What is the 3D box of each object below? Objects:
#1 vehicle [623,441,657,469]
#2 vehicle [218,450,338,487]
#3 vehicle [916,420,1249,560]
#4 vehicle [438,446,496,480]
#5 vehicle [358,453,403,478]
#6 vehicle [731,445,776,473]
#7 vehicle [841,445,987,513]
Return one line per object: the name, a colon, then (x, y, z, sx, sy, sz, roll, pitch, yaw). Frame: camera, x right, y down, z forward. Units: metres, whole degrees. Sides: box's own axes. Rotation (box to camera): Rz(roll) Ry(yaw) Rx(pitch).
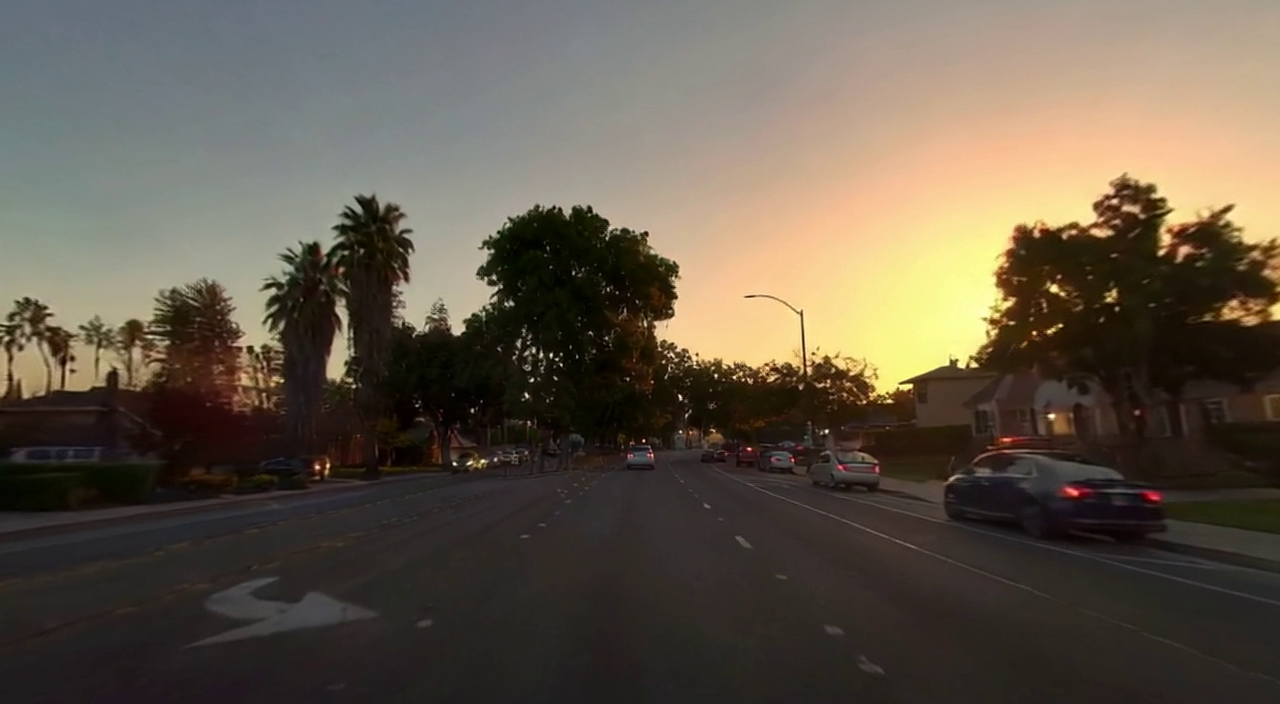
vehicle: (-0.035, 7.224, 44.365, 2.248, 1.833, 4.798, 0, -8, -1)
vehicle: (-17.698, 5.704, 31.066, 4.683, 1.686, 1.950, -1, -8, 2)
vehicle: (7.029, 2.222, 11.104, 2.035, 1.822, 5.449, -1, -8, 2)
vehicle: (-11.525, 7.432, 42.527, 2.157, 1.969, 5.725, -3, -9, 1)
vehicle: (-17.178, 7.495, 42.063, 1.847, 1.507, 4.632, 1, -9, -11)
vehicle: (7.338, 6.931, 41.261, 2.024, 1.687, 4.477, 0, -8, -1)
vehicle: (6.927, 3.219, 16.612, 1.842, 1.515, 4.653, -1, -8, 1)
